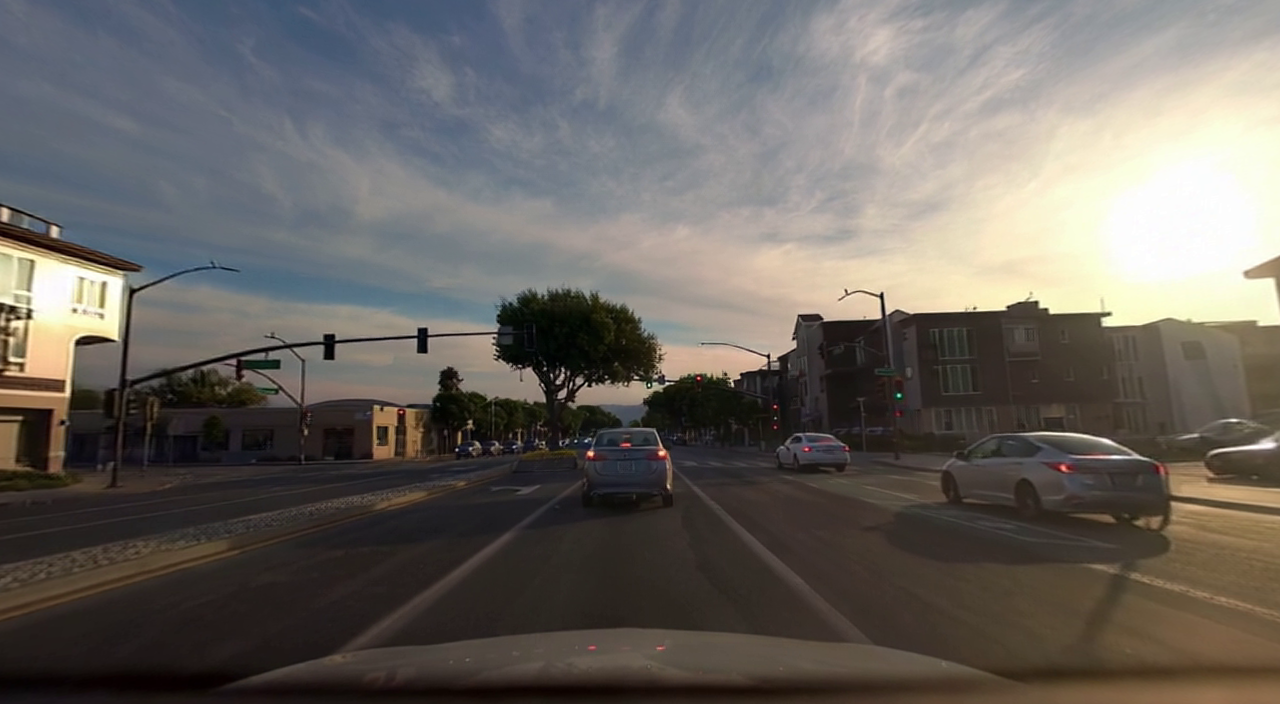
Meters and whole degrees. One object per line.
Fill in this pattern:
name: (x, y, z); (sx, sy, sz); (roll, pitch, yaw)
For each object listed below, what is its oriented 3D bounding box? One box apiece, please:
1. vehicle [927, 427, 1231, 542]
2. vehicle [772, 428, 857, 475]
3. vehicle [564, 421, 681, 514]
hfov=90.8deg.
vehicle: (6.447, 1.966, 10.021); (1.768, 1.417, 4.213); (0, -9, 0)
vehicle: (6.495, 3.778, 24.039); (1.963, 1.611, 4.359); (0, -9, -1)
vehicle: (-0.303, 2.292, 12.960); (2.032, 1.593, 3.896); (0, -9, 0)
